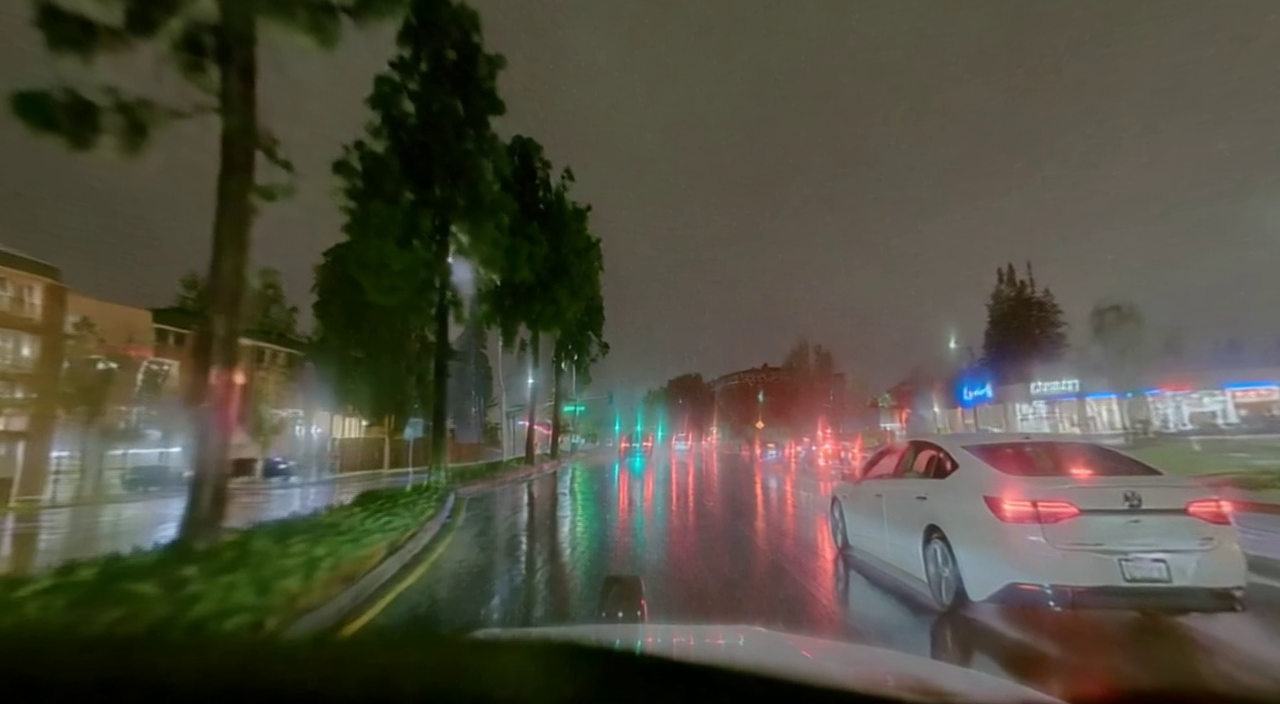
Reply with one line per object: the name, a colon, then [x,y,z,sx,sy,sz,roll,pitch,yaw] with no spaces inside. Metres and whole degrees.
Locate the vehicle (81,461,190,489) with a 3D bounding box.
vehicle: [-29.976,7.297,37.631,4.689,1.535,2.042,0,-8,-1]

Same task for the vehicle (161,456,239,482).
vehicle: [-30.267,8.051,43.536,4.058,1.535,1.826,-2,-8,-1]

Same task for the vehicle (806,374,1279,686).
vehicle: [3.196,1.273,5.685,2.153,1.658,4.485,0,-8,0]

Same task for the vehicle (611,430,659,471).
vehicle: [-0.217,4.692,30.127,2.106,1.798,4.168,0,-8,0]

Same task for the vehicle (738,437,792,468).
vehicle: [6.306,5.111,32.290,1.883,1.452,4.258,0,-8,0]
